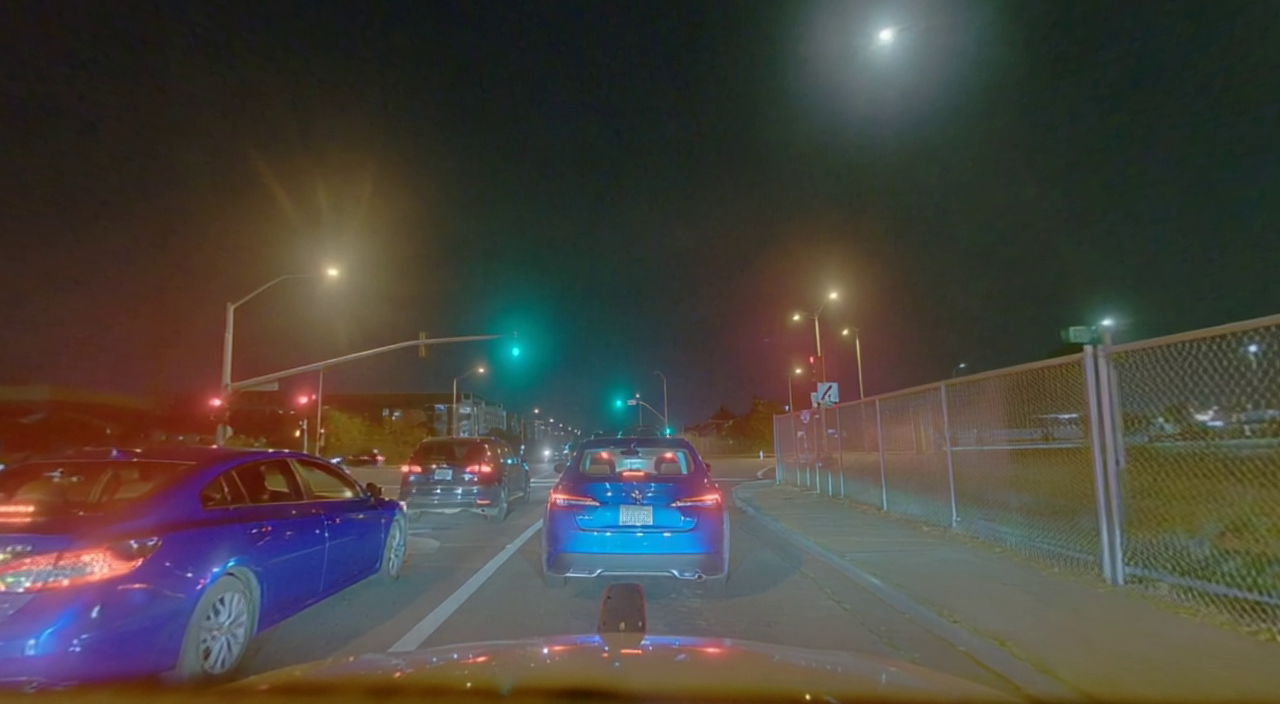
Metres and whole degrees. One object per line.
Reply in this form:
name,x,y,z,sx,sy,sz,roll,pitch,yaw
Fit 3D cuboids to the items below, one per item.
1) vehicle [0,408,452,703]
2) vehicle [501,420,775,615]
vehicle,-3.208,1.322,4.879,1.971,1.488,4.581,0,-9,1
vehicle,-0.013,1.602,7.014,2.144,1.514,4.063,0,-9,0
